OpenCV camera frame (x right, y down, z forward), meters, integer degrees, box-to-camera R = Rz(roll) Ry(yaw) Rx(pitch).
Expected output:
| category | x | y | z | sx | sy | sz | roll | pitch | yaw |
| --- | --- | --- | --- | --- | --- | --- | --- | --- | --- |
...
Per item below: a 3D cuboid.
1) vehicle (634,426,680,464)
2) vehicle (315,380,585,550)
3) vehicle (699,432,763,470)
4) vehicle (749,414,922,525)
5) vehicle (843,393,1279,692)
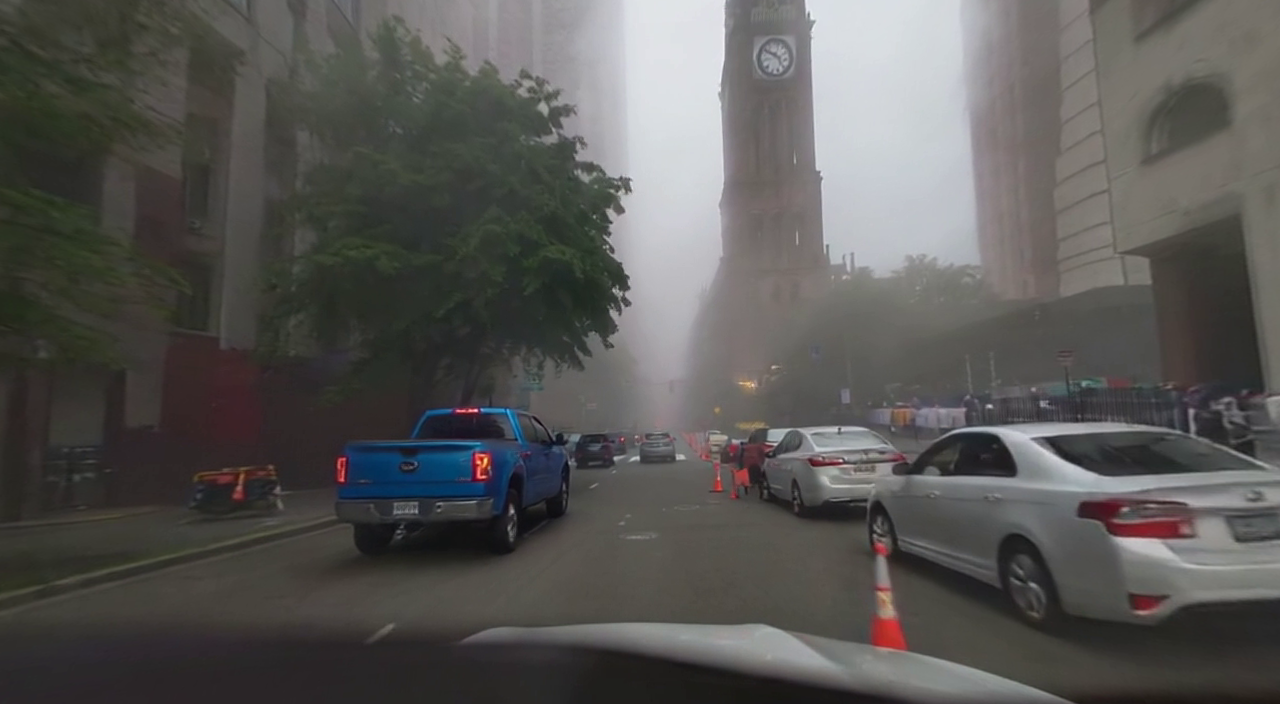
| category | x | y | z | sx | sy | sz | roll | pitch | yaw |
| --- | --- | --- | --- | --- | --- | --- | --- | --- | --- |
| vehicle | 0.838 | 4.802 | 32.457 | 2.183 | 1.784 | 4.317 | 0 | -9 | 1 |
| vehicle | -2.449 | 1.728 | 10.185 | 2.452 | 1.954 | 5.653 | -1 | -9 | 2 |
| vehicle | 3.936 | 4.333 | 27.968 | 2.021 | 1.506 | 4.643 | 0 | -7 | -2 |
| vehicle | 3.171 | 2.000 | 11.165 | 1.941 | 1.577 | 4.038 | -1 | -9 | 3 |
| vehicle | 3.448 | 1.291 | 5.495 | 1.887 | 1.488 | 4.572 | 0 | -9 | 1 |
